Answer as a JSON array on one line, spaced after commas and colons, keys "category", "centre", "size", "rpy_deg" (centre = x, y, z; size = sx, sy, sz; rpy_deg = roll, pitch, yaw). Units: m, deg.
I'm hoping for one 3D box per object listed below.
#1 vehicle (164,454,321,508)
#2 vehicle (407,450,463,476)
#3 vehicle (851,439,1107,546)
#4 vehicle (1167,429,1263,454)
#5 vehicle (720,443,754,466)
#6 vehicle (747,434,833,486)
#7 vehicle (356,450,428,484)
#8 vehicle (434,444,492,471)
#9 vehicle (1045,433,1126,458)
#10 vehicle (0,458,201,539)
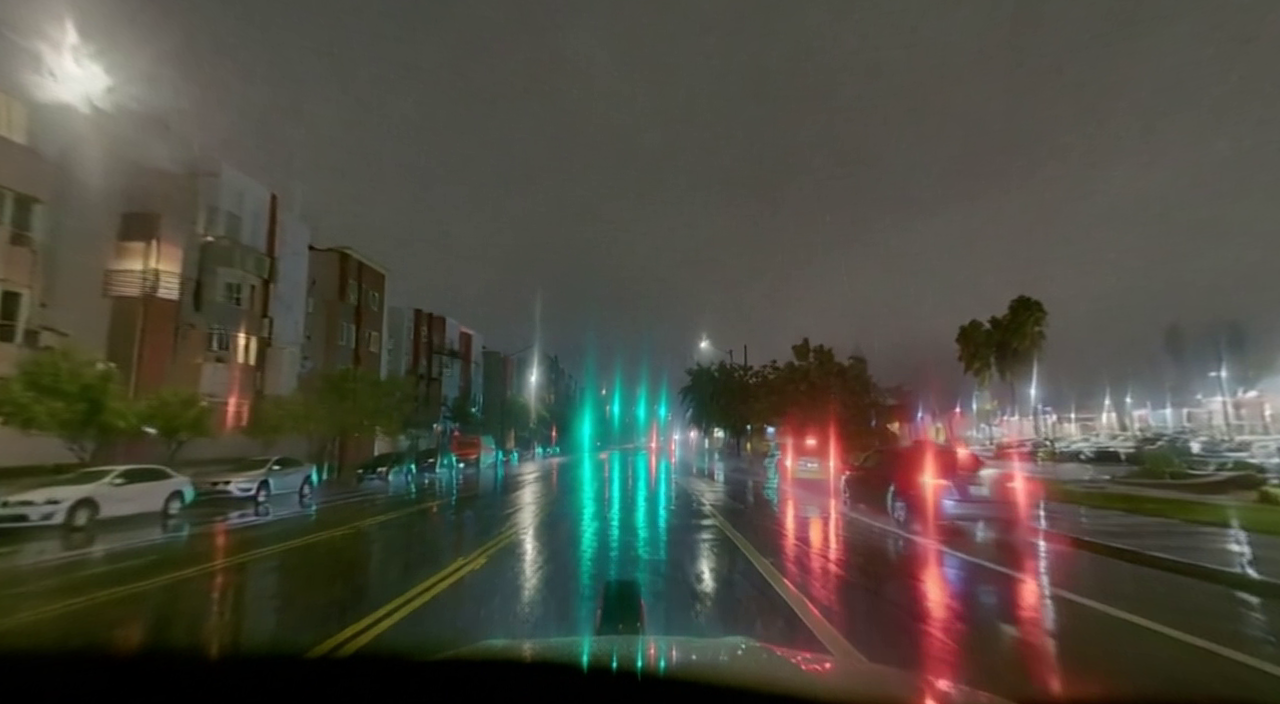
[{"category": "vehicle", "centre": [-12.579, 4.083, 20.440], "size": [1.889, 1.461, 4.608], "rpy_deg": [0, -8, 3]}, {"category": "vehicle", "centre": [-12.245, 6.638, 38.032], "size": [1.723, 1.418, 4.359], "rpy_deg": [0, -8, 2]}, {"category": "vehicle", "centre": [5.459, 2.282, 10.998], "size": [2.085, 1.466, 4.276], "rpy_deg": [0, -8, 0]}, {"category": "vehicle", "centre": [36.708, 5.754, 40.490], "size": [1.780, 1.479, 4.556], "rpy_deg": [0, -8, -1]}, {"category": "vehicle", "centre": [6.773, 7.192, 44.602], "size": [1.947, 1.487, 4.549], "rpy_deg": [0, -8, 3]}, {"category": "vehicle", "centre": [5.677, 4.167, 24.774], "size": [2.102, 1.781, 5.470], "rpy_deg": [0, -8, 1]}, {"category": "vehicle", "centre": [-12.218, 5.656, 31.384], "size": [1.926, 1.499, 3.869], "rpy_deg": [0, -8, 1]}, {"category": "vehicle", "centre": [-12.351, 7.373, 44.560], "size": [2.290, 1.799, 5.801], "rpy_deg": [0, -8, 2]}, {"category": "vehicle", "centre": [28.499, 6.009, 40.597], "size": [1.790, 1.460, 4.515], "rpy_deg": [0, -8, -2]}, {"category": "vehicle", "centre": [-12.680, 3.193, 14.458], "size": [1.779, 1.433, 4.633], "rpy_deg": [0, -8, 2]}]
